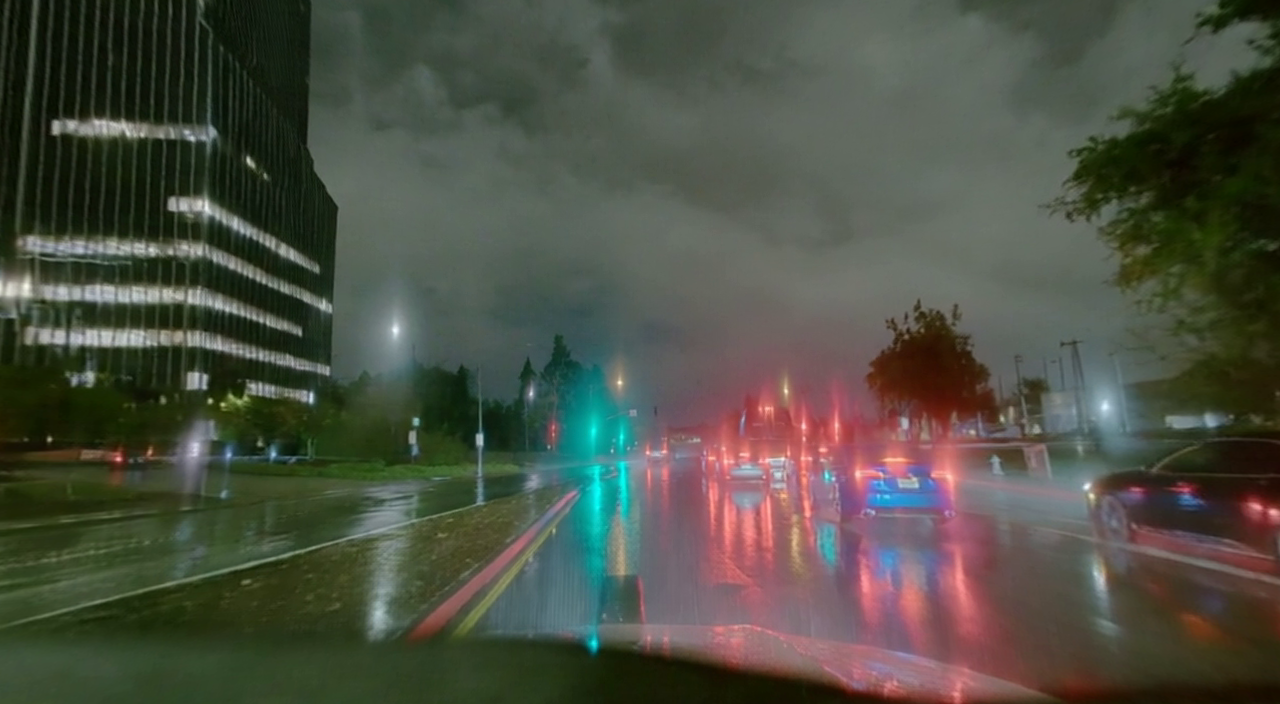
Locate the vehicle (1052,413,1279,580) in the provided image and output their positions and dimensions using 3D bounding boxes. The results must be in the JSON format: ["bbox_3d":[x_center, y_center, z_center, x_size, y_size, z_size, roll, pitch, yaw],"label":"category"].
[{"bbox_3d":[7.775,1.646,7.462,2.138,1.738,5.088,1,-9,-3],"label":"vehicle"}]

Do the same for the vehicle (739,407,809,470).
[{"bbox_3d":[8.819,6.057,43.381,3.128,3.616,13.736,-1,-9,5],"label":"vehicle"}]

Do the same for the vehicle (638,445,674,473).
[{"bbox_3d":[1.088,6.839,40.526,2.121,1.728,4.161,-1,-9,4],"label":"vehicle"}]

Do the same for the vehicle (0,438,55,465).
[{"bbox_3d":[-45.179,7.206,45.087,4.582,1.636,1.943,-3,-5,-5],"label":"vehicle"}]

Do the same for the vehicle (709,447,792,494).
[{"bbox_3d":[3.946,4.278,23.193,2.183,1.553,3.923,0,-9,-3],"label":"vehicle"}]

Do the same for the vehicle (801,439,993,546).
[{"bbox_3d":[4.588,2.534,12.209,2.089,1.609,4.922,-1,-9,6],"label":"vehicle"}]
